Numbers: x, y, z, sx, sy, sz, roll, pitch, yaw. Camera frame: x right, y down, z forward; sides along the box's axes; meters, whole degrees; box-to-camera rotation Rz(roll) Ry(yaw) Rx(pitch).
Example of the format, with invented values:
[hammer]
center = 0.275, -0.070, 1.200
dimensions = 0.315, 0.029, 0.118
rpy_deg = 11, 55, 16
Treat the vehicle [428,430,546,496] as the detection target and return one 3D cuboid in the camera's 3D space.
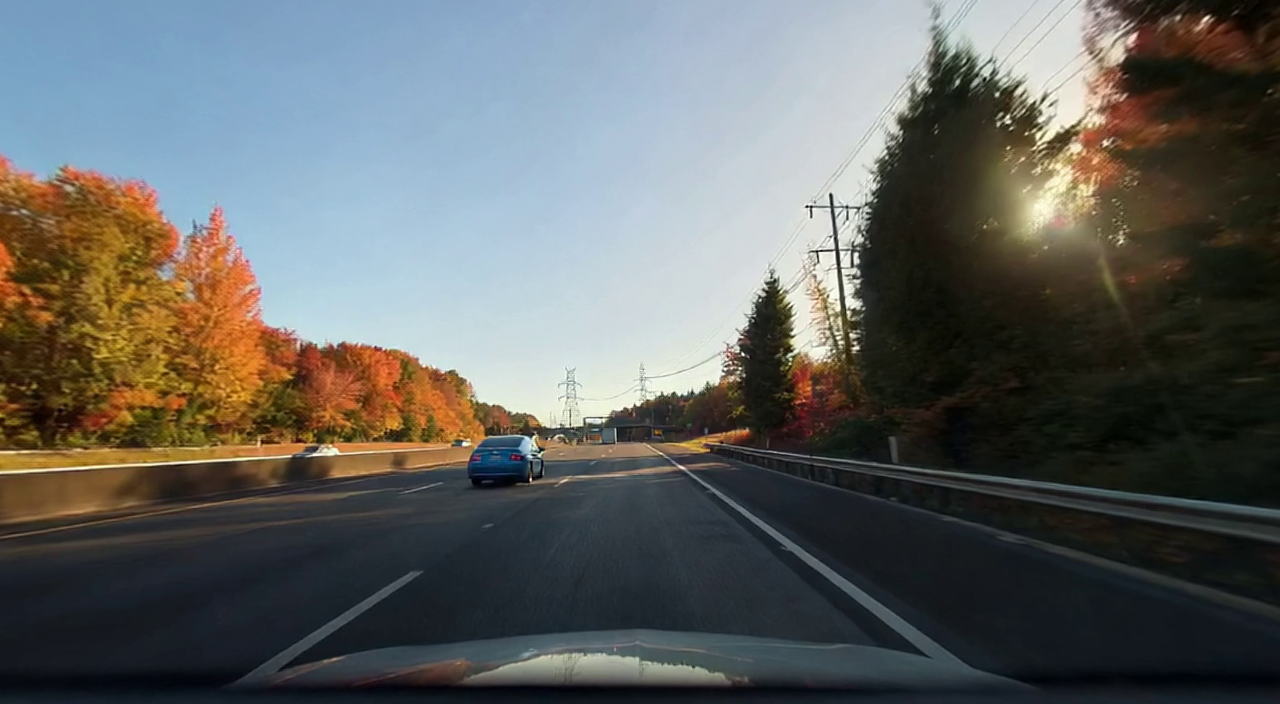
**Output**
[vehicle]
center = -3.773, 2.803, 16.404
dimensions = 2.025, 1.475, 4.379
rpy_deg = 0, -8, -1
